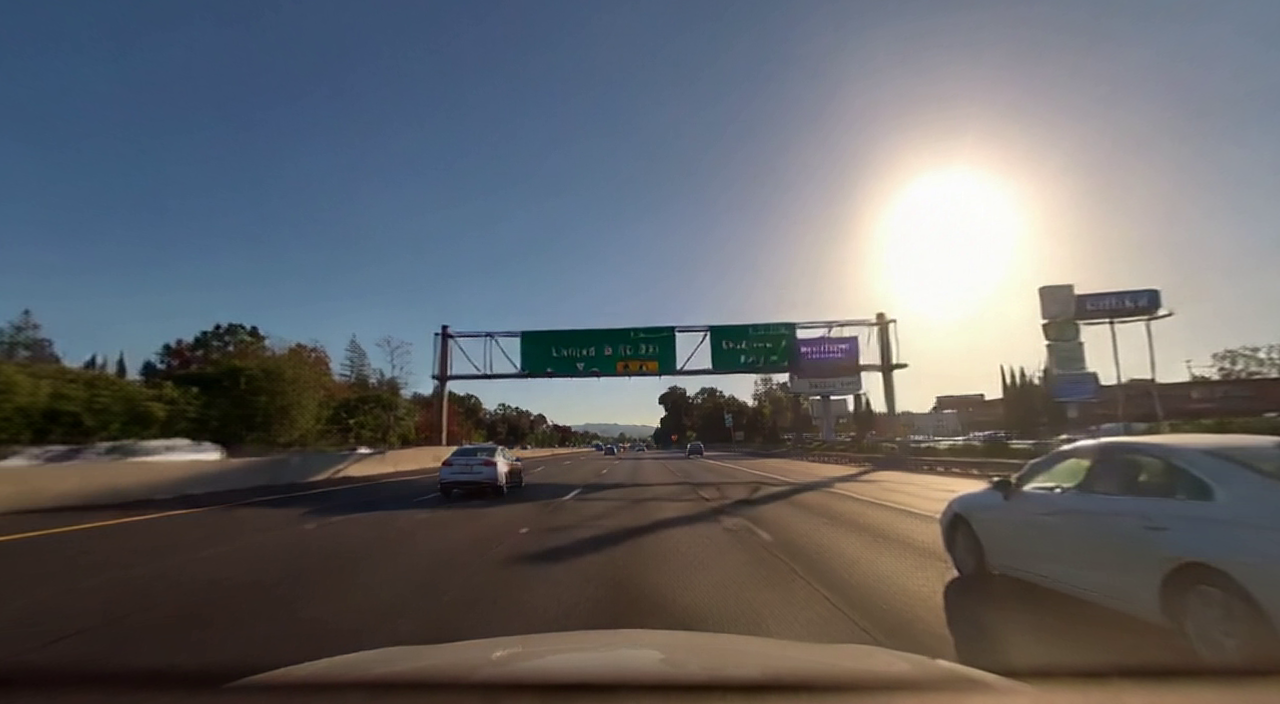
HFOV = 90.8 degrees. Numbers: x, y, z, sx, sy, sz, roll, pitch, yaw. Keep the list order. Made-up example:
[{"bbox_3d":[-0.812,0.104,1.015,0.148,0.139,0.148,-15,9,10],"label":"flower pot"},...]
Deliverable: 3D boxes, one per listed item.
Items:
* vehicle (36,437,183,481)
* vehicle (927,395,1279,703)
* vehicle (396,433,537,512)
[{"bbox_3d":[-18.942,3.825,22.790,1.920,1.437,3.849,0,-8,0],"label":"vehicle"},{"bbox_3d":[3.928,1.080,3.681,2.164,1.507,4.914,0,-8,-1],"label":"vehicle"},{"bbox_3d":[-3.707,2.653,14.372,1.939,1.508,4.272,0,-8,1],"label":"vehicle"}]
